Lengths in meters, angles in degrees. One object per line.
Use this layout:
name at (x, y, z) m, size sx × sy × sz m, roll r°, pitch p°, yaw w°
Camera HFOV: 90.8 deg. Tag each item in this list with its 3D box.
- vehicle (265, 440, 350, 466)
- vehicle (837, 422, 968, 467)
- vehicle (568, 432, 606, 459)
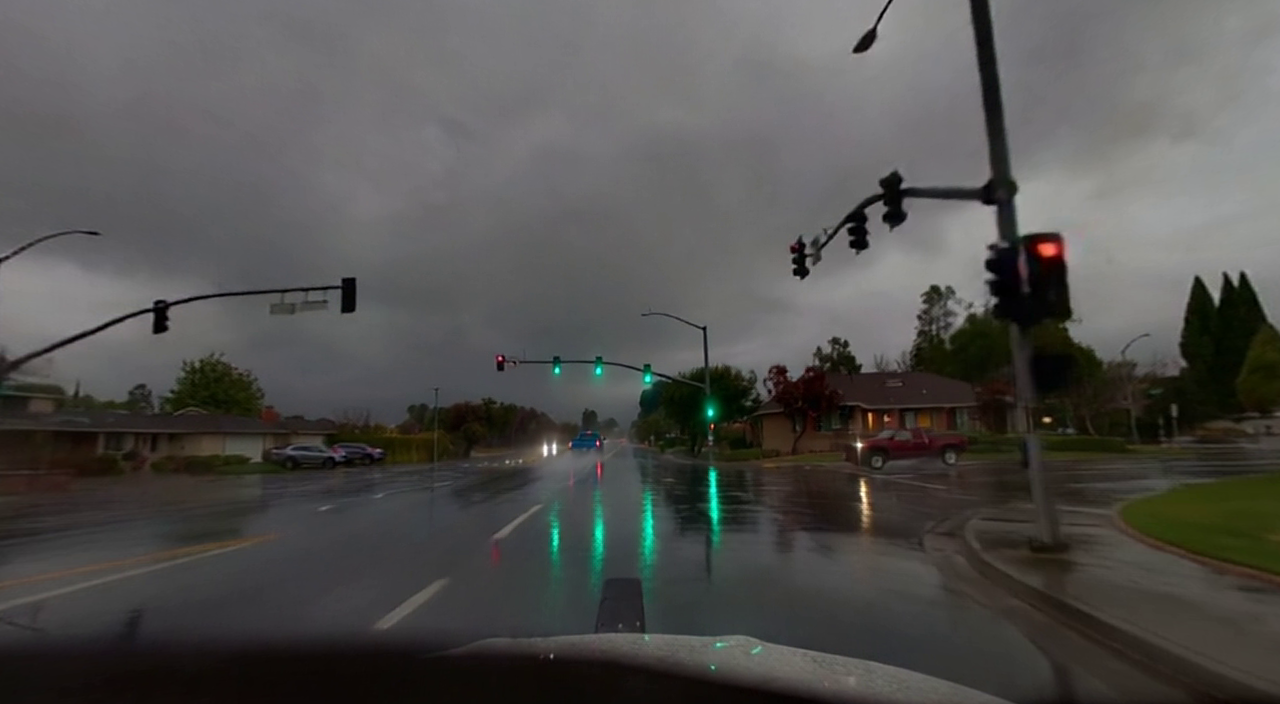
vehicle at (-23.055, 6.995, 43.870) m, size 4.772 × 1.745 × 2.058 m, roll -1°, pitch -9°, yaw 5°
vehicle at (10.696, 3.803, 26.004) m, size 4.500 × 1.761 × 1.975 m, roll 0°, pitch -9°, yaw 0°
vehicle at (-4.040, 7.298, 49.250) m, size 2.508 × 2.001 × 5.880 m, roll 0°, pitch -9°, yaw 0°
